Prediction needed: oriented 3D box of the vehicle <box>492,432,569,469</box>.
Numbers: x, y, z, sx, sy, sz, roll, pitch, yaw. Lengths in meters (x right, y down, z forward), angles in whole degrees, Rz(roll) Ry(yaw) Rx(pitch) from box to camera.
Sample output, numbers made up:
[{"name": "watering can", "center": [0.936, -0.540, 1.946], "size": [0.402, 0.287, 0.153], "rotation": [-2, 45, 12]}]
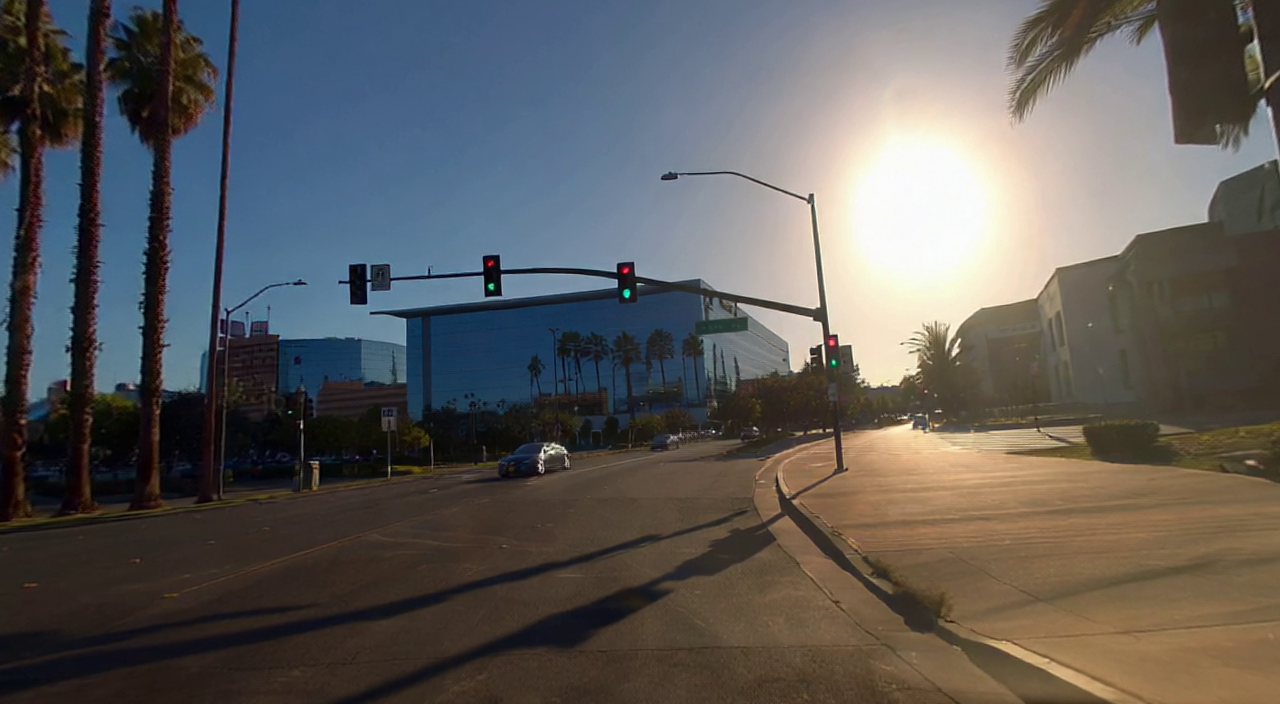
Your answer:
[{"name": "vehicle", "center": [-5.716, 5.234, 33.622], "size": [2.181, 1.792, 4.648], "rotation": [-3, -9, 16]}]
